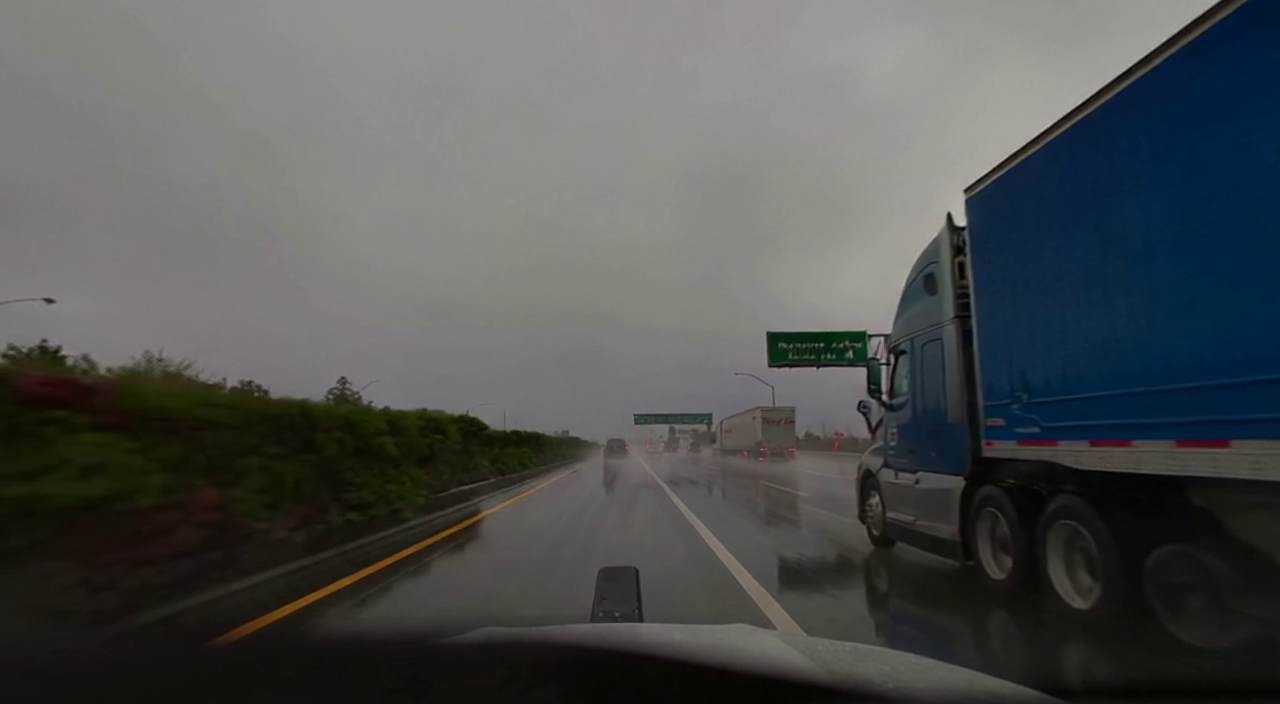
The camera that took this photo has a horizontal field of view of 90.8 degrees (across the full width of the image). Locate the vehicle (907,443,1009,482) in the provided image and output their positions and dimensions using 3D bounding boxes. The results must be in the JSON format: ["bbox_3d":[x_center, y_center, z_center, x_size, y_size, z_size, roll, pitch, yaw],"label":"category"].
[{"bbox_3d":[13.199,4.577,26.552,1.862,1.462,4.459,0,-9,-2],"label":"vehicle"}]
